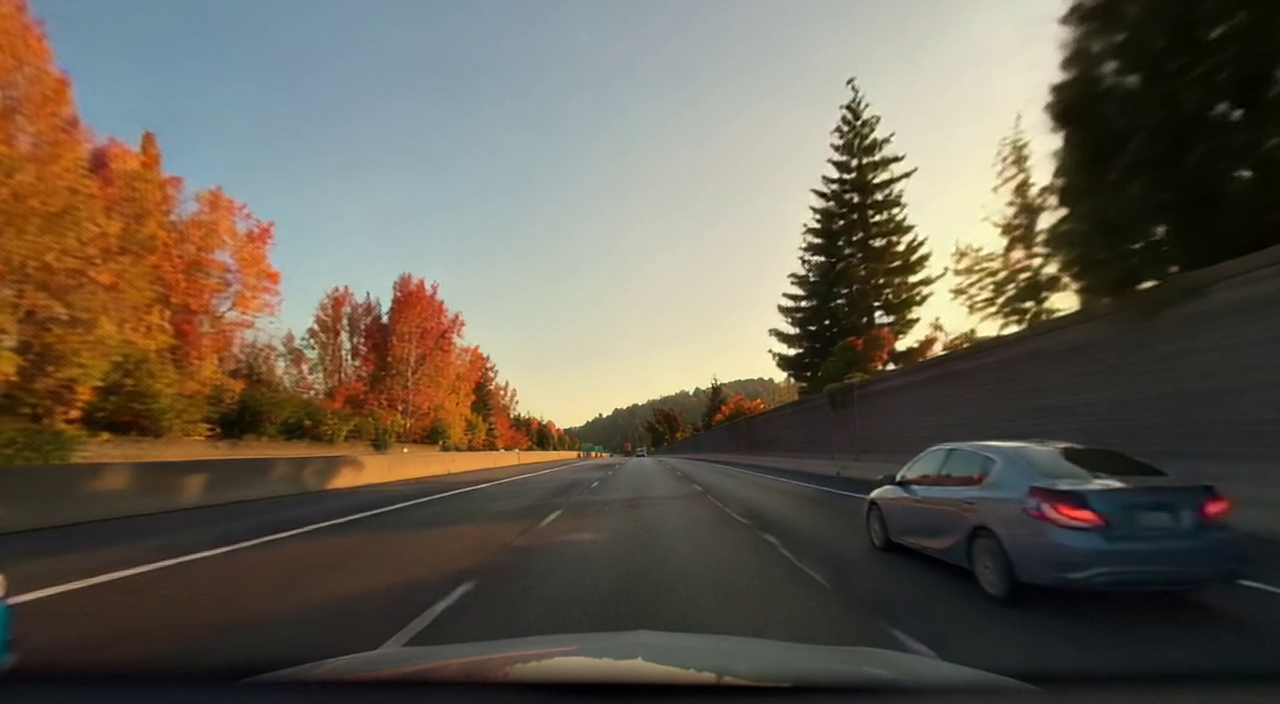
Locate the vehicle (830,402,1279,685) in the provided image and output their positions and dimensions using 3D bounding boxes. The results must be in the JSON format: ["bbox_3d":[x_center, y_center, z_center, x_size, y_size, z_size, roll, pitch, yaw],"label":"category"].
[{"bbox_3d":[3.605,1.424,5.944,2.146,1.573,4.661,0,-8,0],"label":"vehicle"}]

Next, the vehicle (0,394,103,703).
[{"bbox_3d":[-4.029,0.727,1.260,2.010,1.550,4.376,0,-9,0],"label":"vehicle"}]
